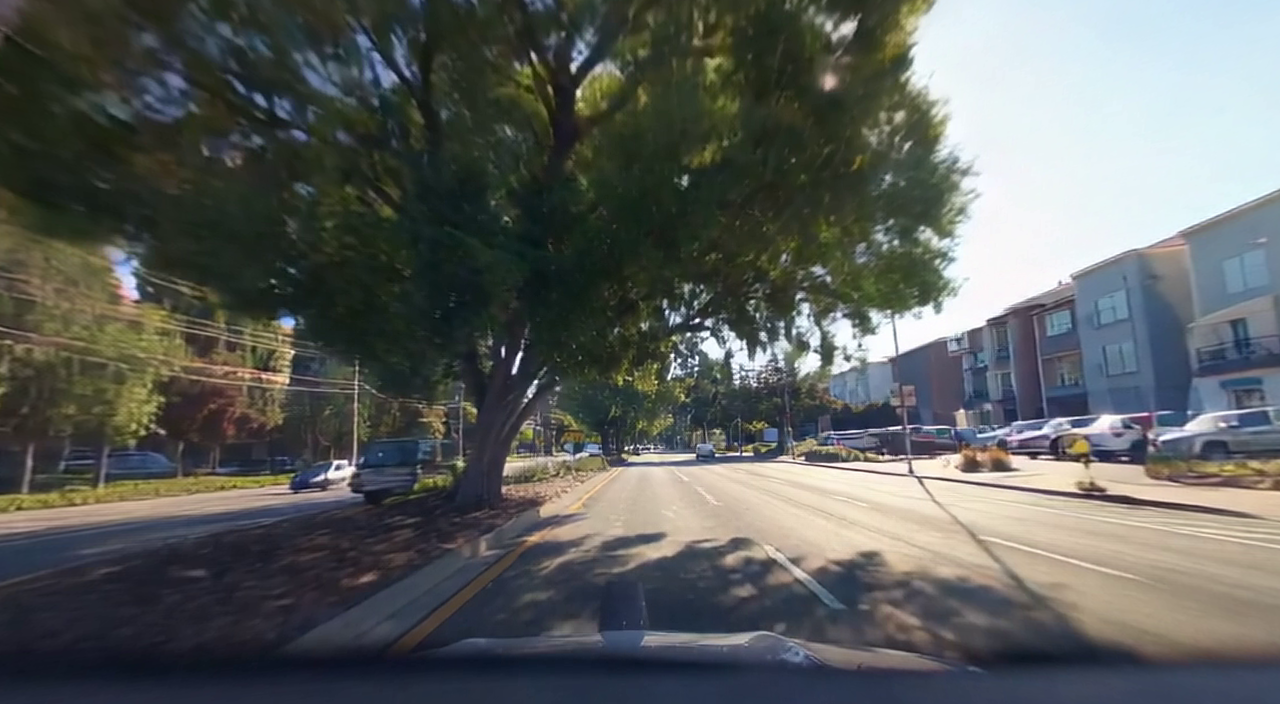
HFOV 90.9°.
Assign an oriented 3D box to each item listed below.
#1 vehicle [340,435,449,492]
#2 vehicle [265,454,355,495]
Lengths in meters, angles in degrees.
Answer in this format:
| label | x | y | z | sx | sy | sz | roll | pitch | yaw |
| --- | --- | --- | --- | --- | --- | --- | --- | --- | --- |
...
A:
| label | x | y | z | sx | sy | sz | roll | pitch | yaw |
| --- | --- | --- | --- | --- | --- | --- | --- | --- | --- |
| vehicle | -9.811 | 4.492 | 25.784 | 2.180 | 2.034 | 5.429 | 0 | -9 | 1 |
| vehicle | -15.561 | 5.777 | 30.048 | 1.930 | 1.738 | 4.339 | 0 | -9 | 0 |
